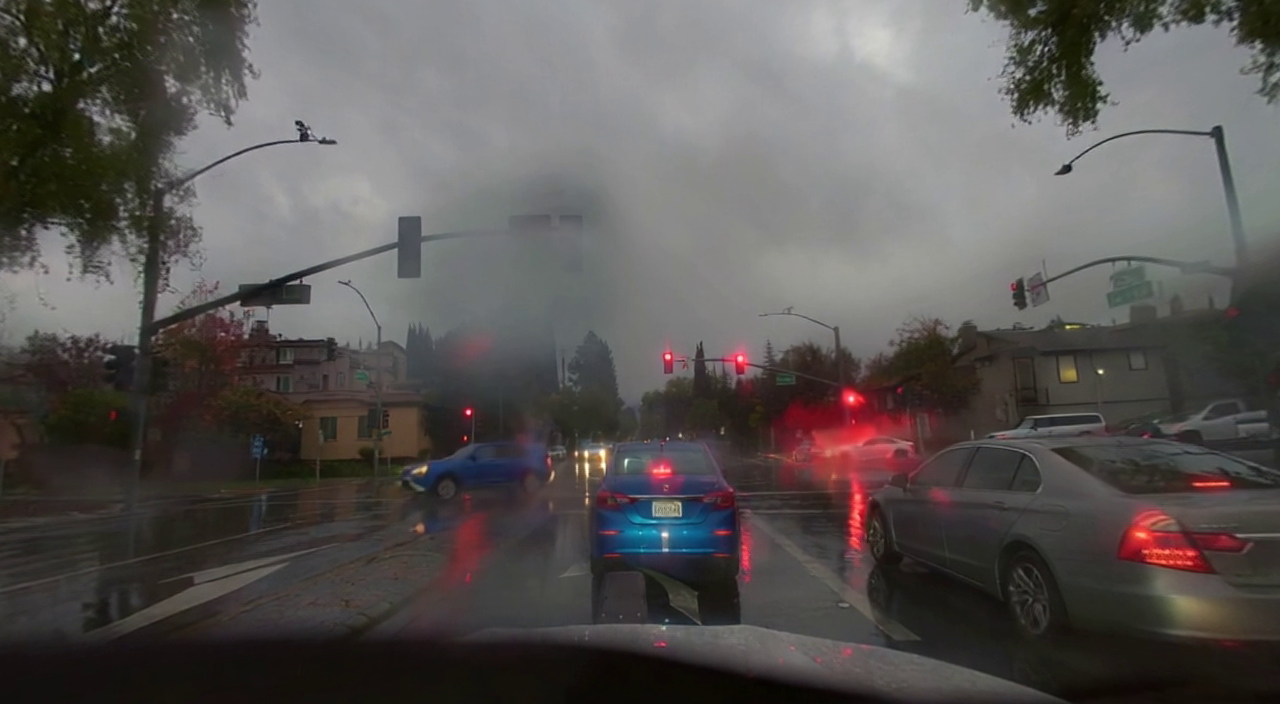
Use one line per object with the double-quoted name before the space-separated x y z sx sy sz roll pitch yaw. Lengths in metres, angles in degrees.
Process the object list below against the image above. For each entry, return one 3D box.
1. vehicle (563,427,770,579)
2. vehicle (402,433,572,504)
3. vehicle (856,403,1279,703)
"vehicle" 0.303 1.818 8.334 2.090 1.505 3.756 -1 -9 1
"vehicle" -4.117 3.206 17.848 1.996 1.705 4.577 -5 -10 30
"vehicle" 3.661 1.341 5.445 1.888 1.486 4.681 0 -9 -1
